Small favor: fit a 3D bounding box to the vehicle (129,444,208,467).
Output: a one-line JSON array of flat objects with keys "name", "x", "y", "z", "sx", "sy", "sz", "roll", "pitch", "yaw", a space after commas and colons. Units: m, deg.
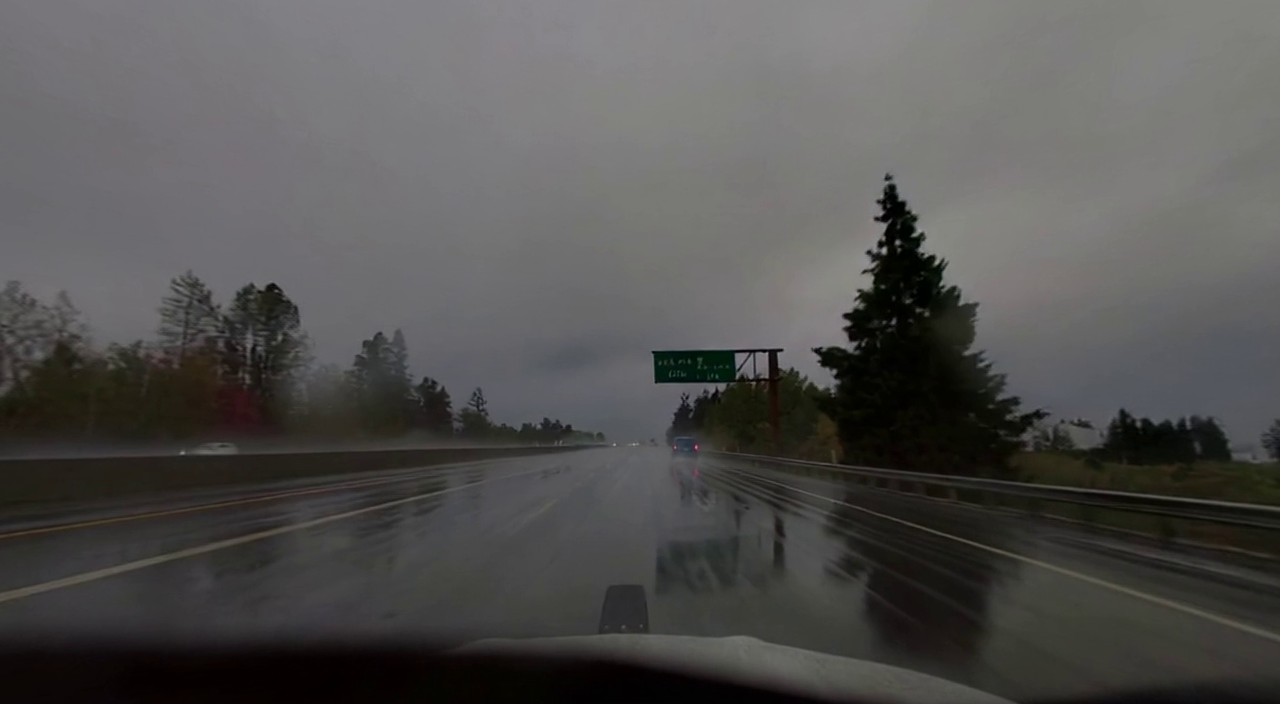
[{"name": "vehicle", "x": -33.185, "y": 7.257, "z": 44.540, "sx": 1.925, "sy": 1.504, "sz": 4.639, "roll": 0, "pitch": -8, "yaw": 1}]
